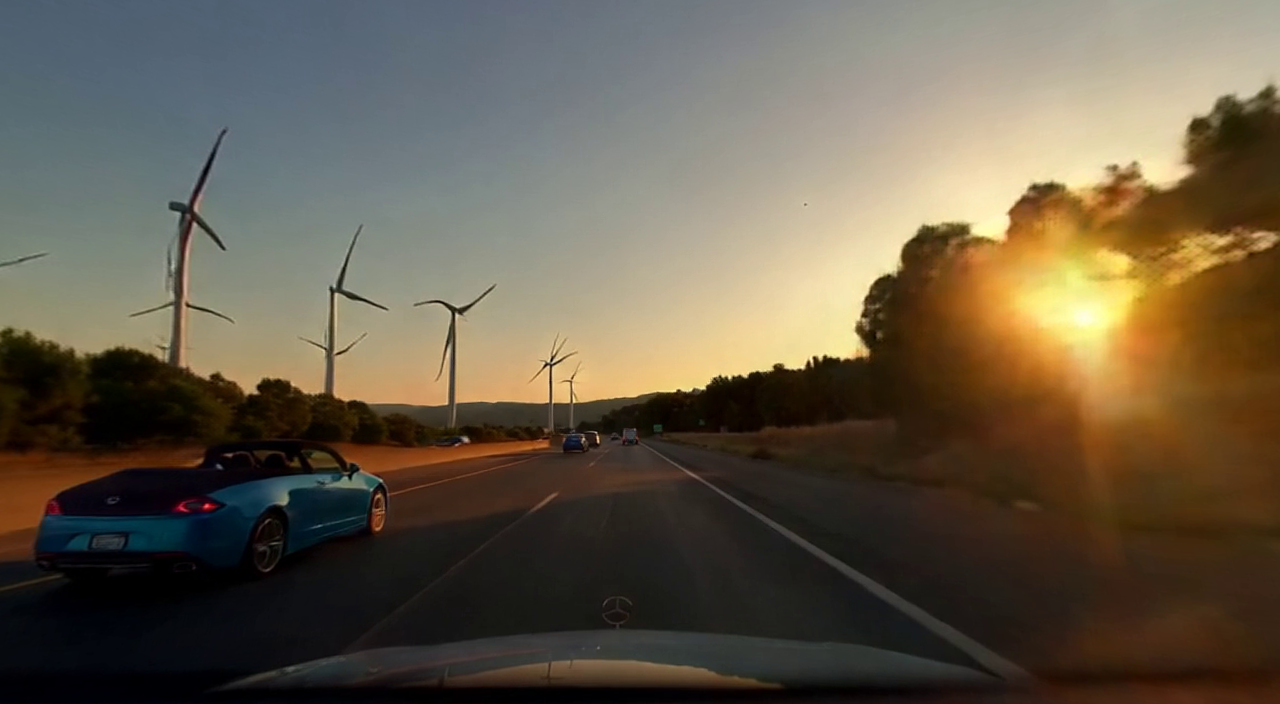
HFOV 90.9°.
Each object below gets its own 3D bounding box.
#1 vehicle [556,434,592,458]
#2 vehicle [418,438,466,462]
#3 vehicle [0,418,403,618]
[{"bbox_3d":[-4.209,6.040,40.734,2.024,1.456,3.754,0,-8,-1],"label":"vehicle"},{"bbox_3d":[-12.848,6.354,41.188,1.832,1.478,4.282,0,-8,-1],"label":"vehicle"},{"bbox_3d":[-4.266,1.475,6.664,1.969,1.413,4.194,0,-8,-1],"label":"vehicle"}]
